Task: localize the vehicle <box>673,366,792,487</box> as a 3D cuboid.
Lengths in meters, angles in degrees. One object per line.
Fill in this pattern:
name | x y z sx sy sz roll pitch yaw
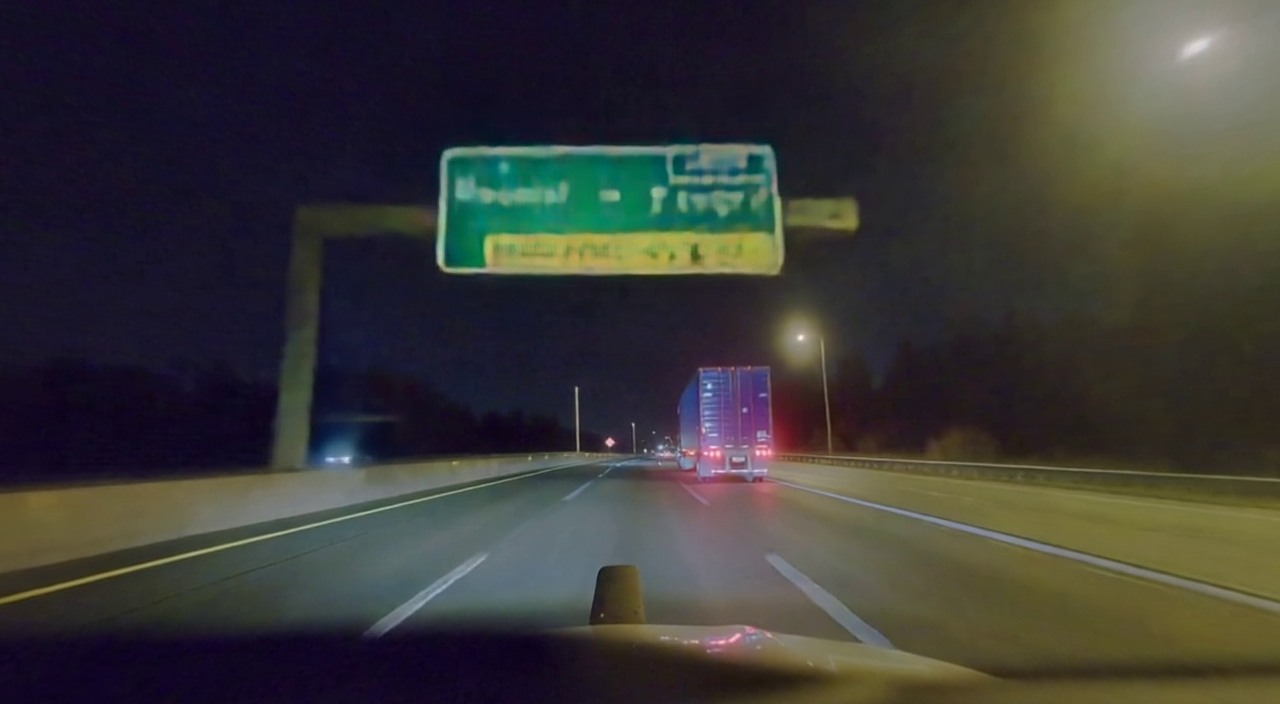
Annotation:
vehicle | 3.426 3.582 28.186 3.244 4.020 14.561 0 -9 0
